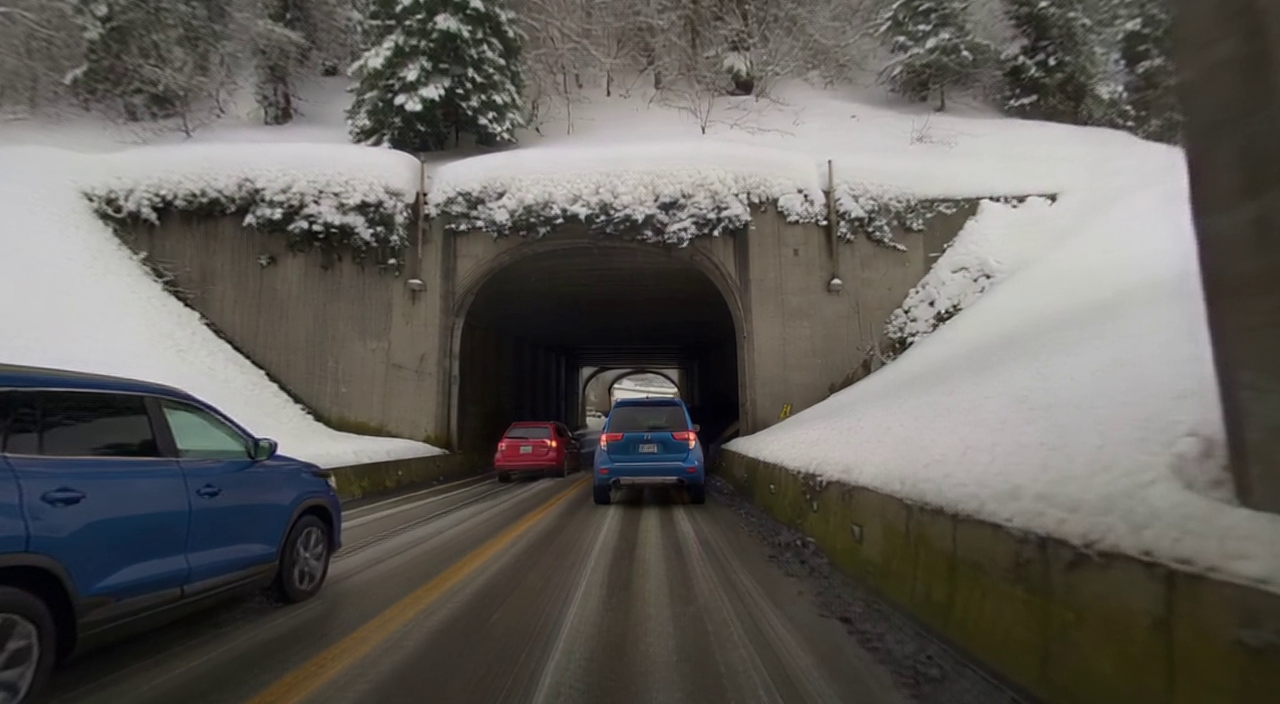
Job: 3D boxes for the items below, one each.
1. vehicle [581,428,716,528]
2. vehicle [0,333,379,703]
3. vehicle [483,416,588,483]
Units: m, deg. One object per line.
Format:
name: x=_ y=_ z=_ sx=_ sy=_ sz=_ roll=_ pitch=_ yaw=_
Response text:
vehicle: x=0.142 y=2.196 z=11.527 sx=2.020 sy=1.478 sz=4.092 roll=0 pitch=-9 yaw=1
vehicle: x=-3.542 y=0.991 z=3.661 sx=2.017 sy=1.761 sz=4.572 roll=0 pitch=-9 yaw=1
vehicle: x=-3.328 y=3.296 z=21.486 sx=2.329 sy=1.948 sz=5.800 roll=-1 pitch=-9 yaw=3
